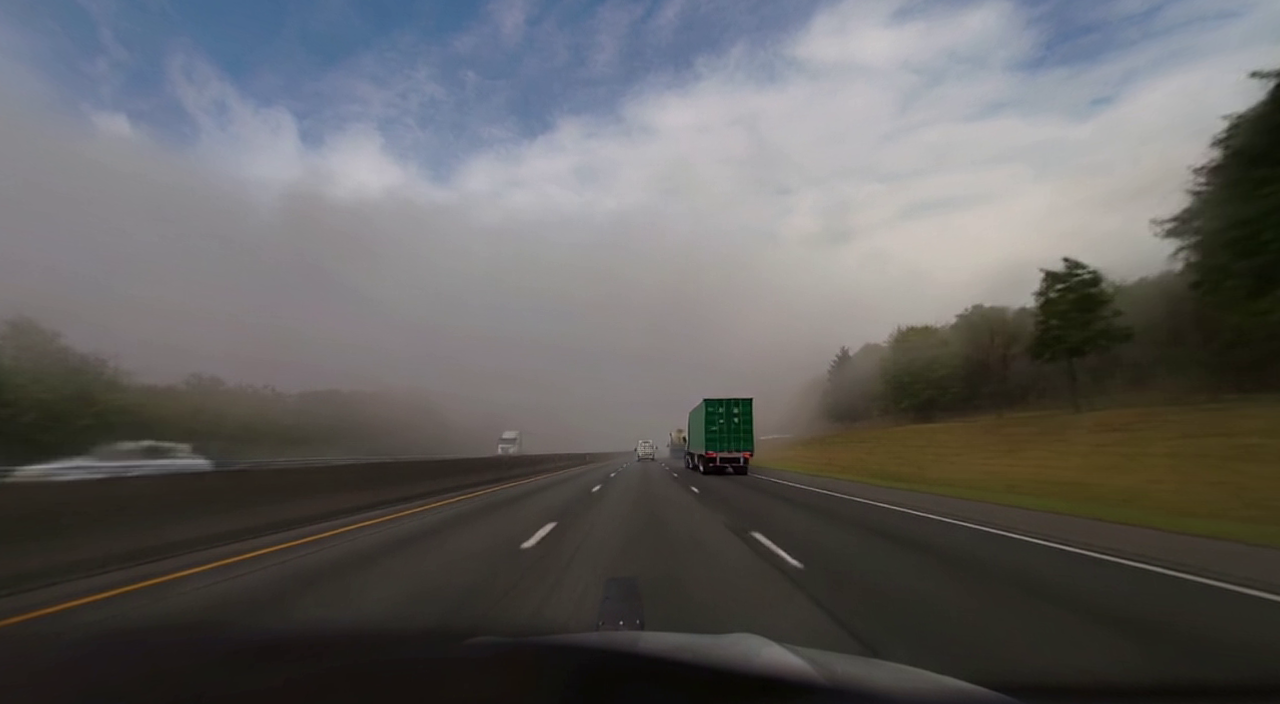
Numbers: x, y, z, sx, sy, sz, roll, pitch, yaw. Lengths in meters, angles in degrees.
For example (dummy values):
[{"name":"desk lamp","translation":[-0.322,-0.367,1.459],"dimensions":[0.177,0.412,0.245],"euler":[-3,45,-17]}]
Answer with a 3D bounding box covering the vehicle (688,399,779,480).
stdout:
[{"name":"vehicle","translation":[4.269,4.344,31.043],"dimensions":[2.960,3.381,8.914],"euler":[0,-9,-1]}]
